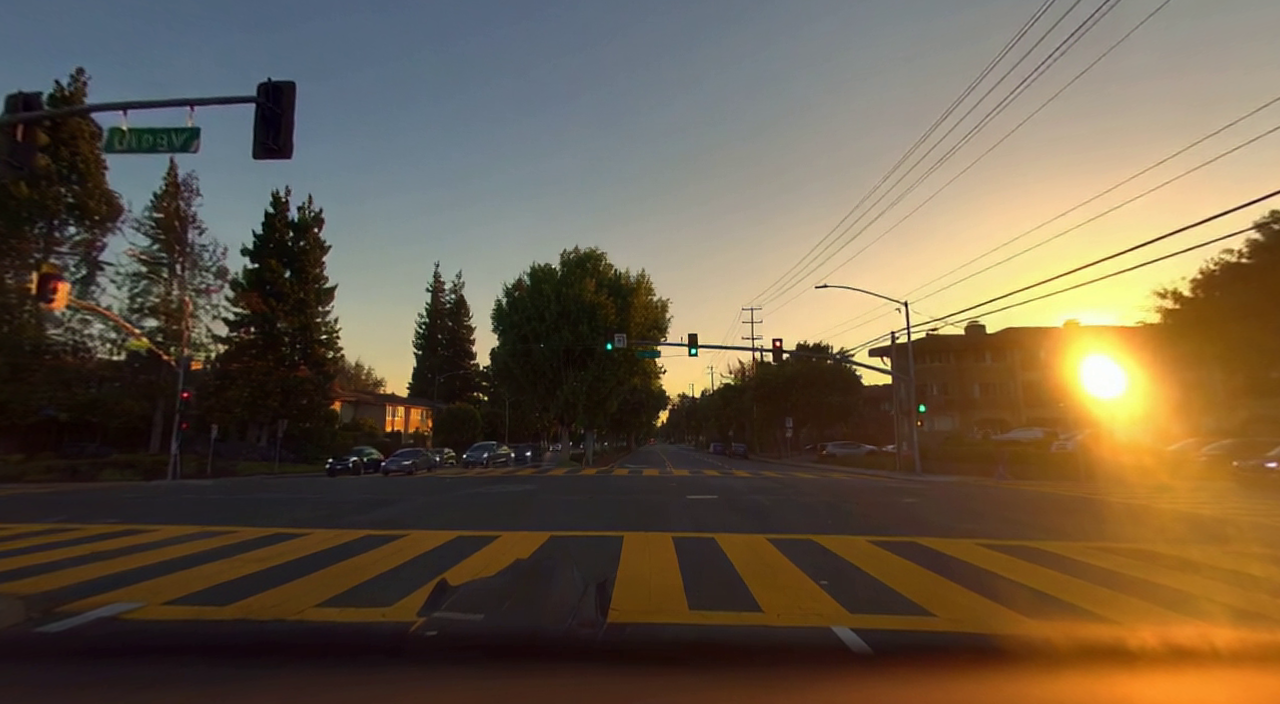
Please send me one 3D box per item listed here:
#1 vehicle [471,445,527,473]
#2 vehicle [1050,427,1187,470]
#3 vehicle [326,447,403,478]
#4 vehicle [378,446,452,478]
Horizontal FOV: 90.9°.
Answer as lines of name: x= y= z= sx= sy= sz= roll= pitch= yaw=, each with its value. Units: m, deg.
vehicle: x=-7.701 y=5.878 z=34.864 sx=1.958 sy=1.415 sz=4.312 roll=0 pitch=-8 yaw=2
vehicle: x=25.248 y=5.105 z=33.570 sx=2.177 sy=2.086 sz=5.514 roll=2 pitch=-9 yaw=-14
vehicle: x=-14.600 y=5.854 z=33.722 sx=2.035 sy=1.470 sz=4.677 roll=0 pitch=-8 yaw=0
vehicle: x=-11.006 y=5.394 z=31.172 sx=2.007 sy=1.451 sz=4.242 roll=0 pitch=-8 yaw=1
